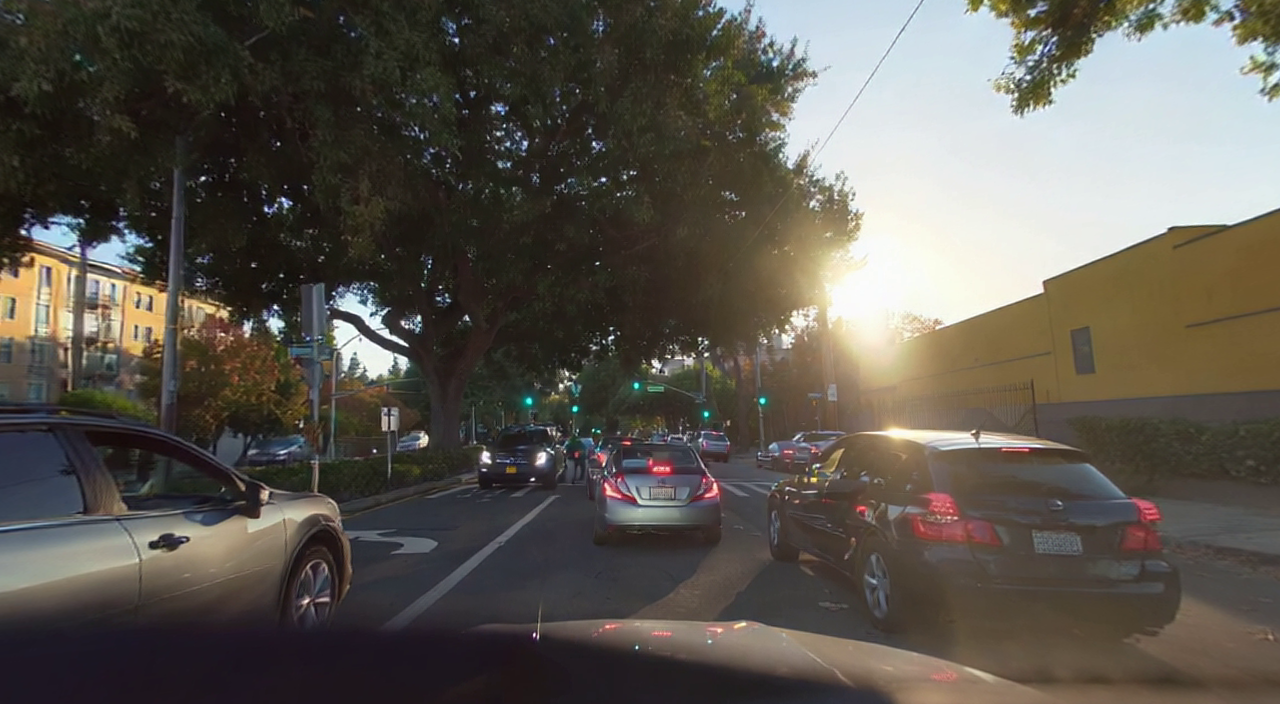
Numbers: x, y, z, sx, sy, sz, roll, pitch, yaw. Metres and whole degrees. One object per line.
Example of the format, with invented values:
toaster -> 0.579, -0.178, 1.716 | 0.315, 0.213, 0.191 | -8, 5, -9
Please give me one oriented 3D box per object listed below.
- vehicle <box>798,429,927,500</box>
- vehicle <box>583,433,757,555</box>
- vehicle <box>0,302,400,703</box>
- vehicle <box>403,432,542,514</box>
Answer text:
vehicle -> 6.341, 3.248, 18.695 | 2.025, 1.808, 4.579 | 0, -9, -2
vehicle -> 0.268, 1.994, 9.583 | 2.095, 1.438, 3.843 | 0, -9, -3
vehicle -> -3.273, 0.929, 3.391 | 2.152, 1.802, 4.628 | 0, -9, 0
vehicle -> -3.509, 2.625, 14.236 | 1.901, 1.522, 4.556 | 0, -9, 0
